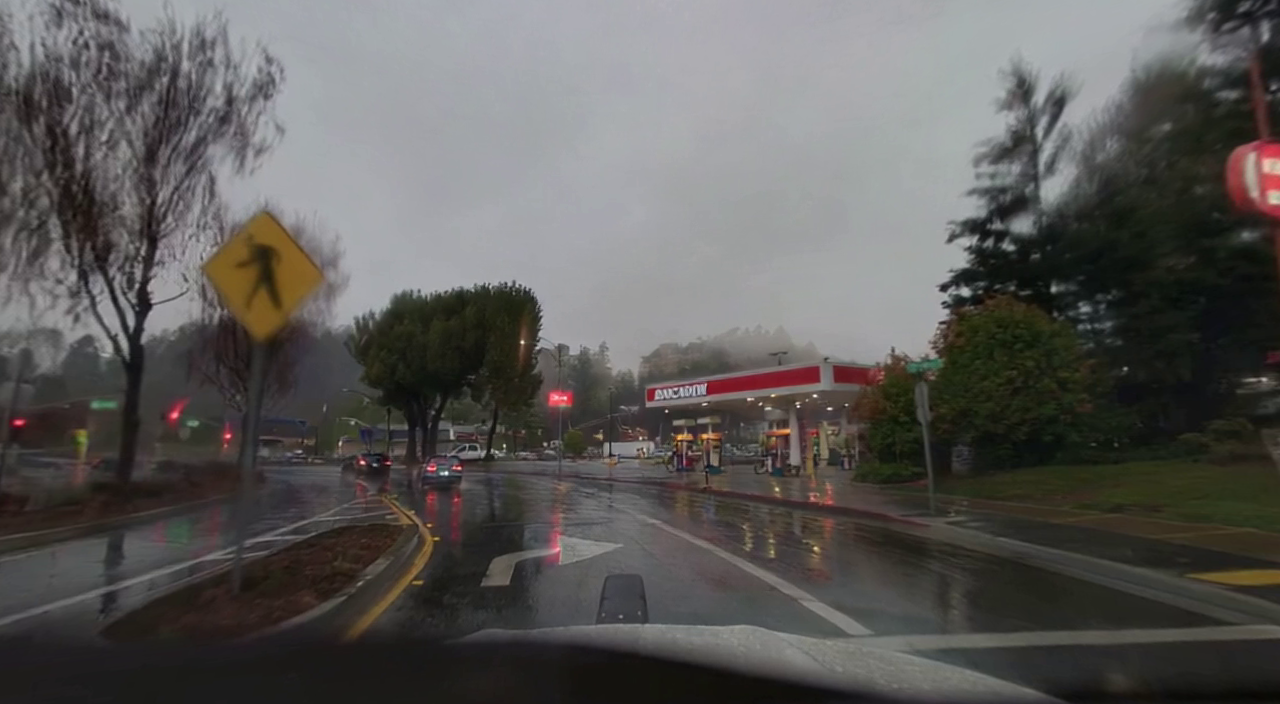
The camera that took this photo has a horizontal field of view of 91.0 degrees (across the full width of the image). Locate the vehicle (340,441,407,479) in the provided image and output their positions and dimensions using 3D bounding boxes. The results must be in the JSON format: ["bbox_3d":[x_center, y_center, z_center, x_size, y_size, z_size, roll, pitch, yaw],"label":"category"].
[{"bbox_3d":[-15.412,6.137,36.215,2.254,2.006,4.766,7,-11,-37],"label":"vehicle"}]

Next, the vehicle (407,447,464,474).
[{"bbox_3d":[-15.077,7.917,46.163,2.202,1.822,4.826,7,-11,-40],"label":"vehicle"}]
